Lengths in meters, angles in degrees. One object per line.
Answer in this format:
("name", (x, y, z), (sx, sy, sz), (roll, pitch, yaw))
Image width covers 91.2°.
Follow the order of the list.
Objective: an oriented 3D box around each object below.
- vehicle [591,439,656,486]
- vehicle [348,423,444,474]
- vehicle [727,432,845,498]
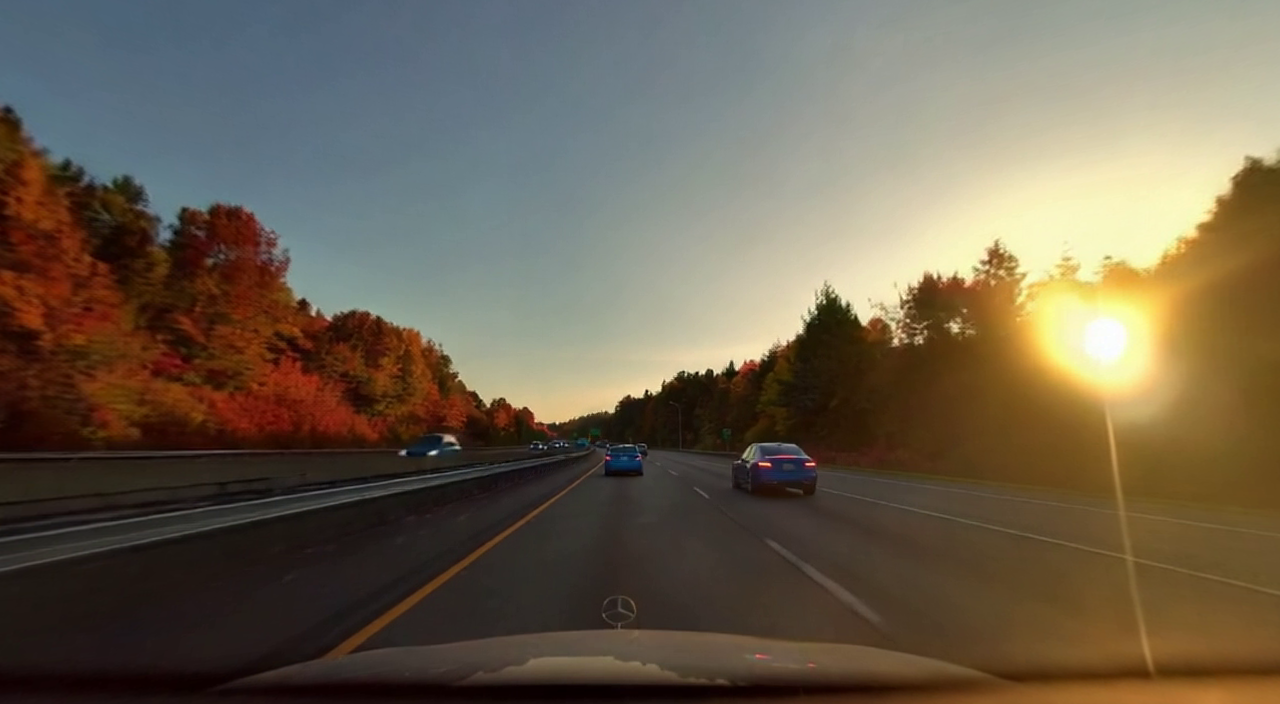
("vehicle", (-0.556, 3.956, 22.730), (2.128, 1.516, 4.410), (0, -9, 0))
("vehicle", (-9.503, 3.840, 24.871), (2.086, 1.802, 4.337), (0, -9, -1))
("vehicle", (3.912, 3.135, 17.649), (2.300, 1.595, 4.144), (-1, -9, 0))
